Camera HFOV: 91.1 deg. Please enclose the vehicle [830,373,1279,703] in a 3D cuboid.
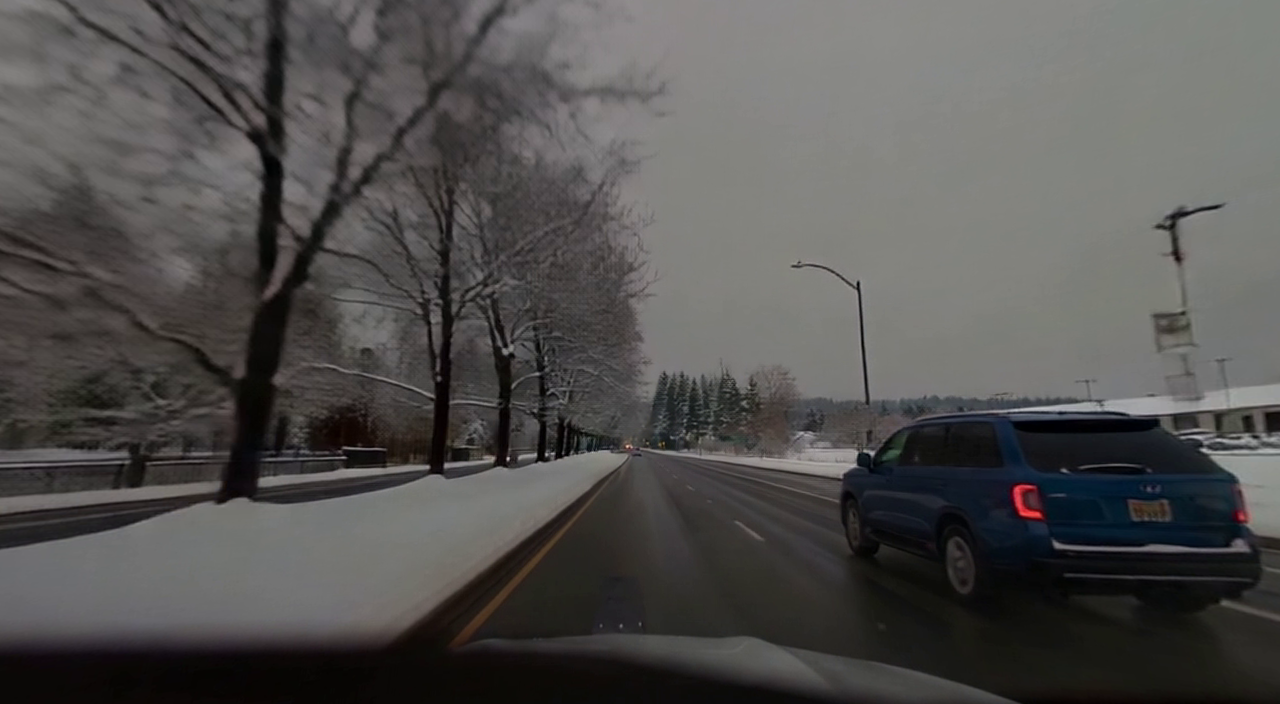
[{"bbox_3d":[3.612,1.358,5.841,2.087,1.759,5.040,0,-8,0],"label":"vehicle"}]
